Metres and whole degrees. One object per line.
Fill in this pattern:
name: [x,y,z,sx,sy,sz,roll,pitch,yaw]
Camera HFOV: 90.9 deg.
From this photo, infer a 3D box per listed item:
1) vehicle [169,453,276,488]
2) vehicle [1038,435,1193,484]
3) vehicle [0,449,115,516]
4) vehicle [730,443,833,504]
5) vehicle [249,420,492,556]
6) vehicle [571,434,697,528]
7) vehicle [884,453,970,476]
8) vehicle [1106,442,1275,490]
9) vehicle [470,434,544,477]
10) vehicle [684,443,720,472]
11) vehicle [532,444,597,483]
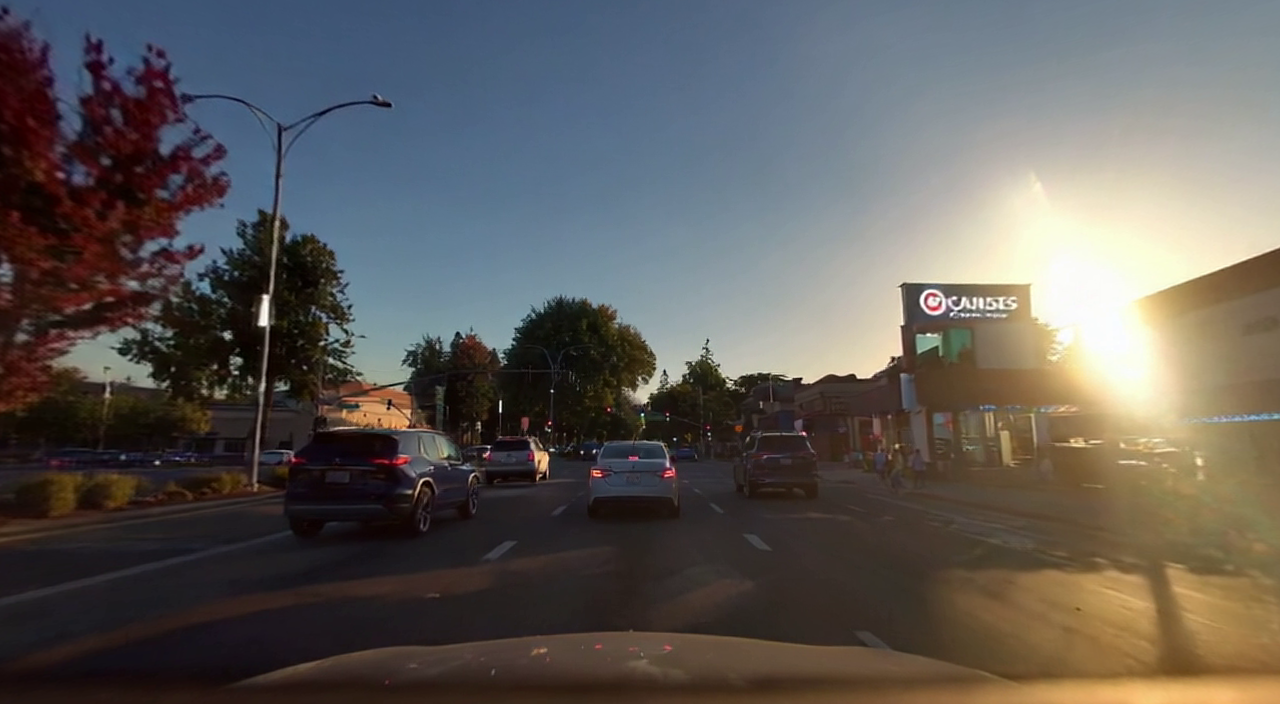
vehicle: [-19.473,5.513,29.678,1.888,1.435,4.574,0,-9,1]
vehicle: [17.874,4.031,23.933,1.907,1.669,4.147,5,-10,-28]
vehicle: [-15.545,3.067,14.967,1.988,1.498,4.756,0,-8,1]
vehicle: [3.798,3.329,17.716,1.979,1.485,4.207,0,-8,1]
vehicle: [-3.866,2.011,9.976,1.983,1.685,3.997,0,-8,1]
vehicle: [-0.106,2.485,12.684,2.121,1.563,4.031,0,-8,0]
vehicle: [19.197,7.536,42.342,4.795,1.457,1.986,-1,-9,4]
vehicle: [22.286,4.566,25.760,2.260,1.737,4.527,3,-9,-22]
vehicle: [-6.711,5.303,32.581,2.321,2.013,5.640,0,-8,3]
vehicle: [3.753,6.448,38.646,1.848,1.665,3.747,0,-8,0]
vehicle: [-3.099,4.648,26.698,2.126,1.490,4.265,0,-8,2]
